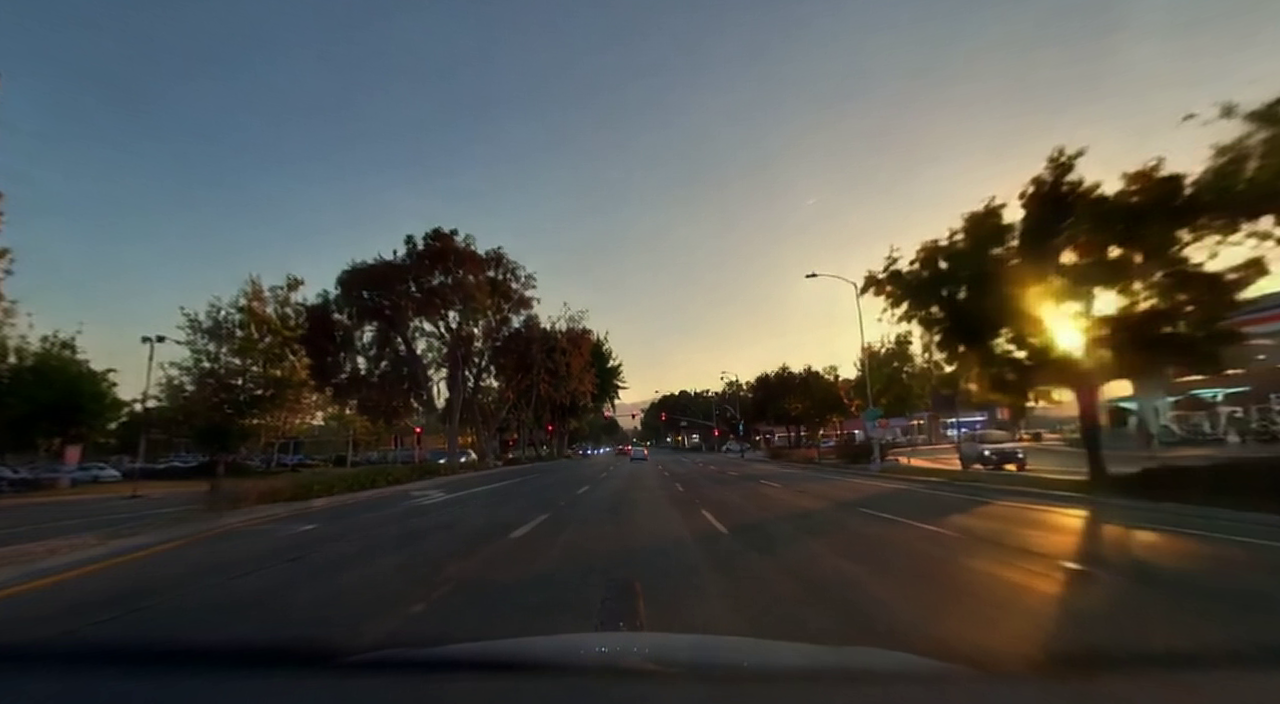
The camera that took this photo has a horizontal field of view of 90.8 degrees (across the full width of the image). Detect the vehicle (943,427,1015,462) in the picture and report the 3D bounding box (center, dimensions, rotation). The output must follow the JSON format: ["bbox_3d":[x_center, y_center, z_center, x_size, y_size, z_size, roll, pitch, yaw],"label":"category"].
[{"bbox_3d":[16.886,4.648,31.695,1.944,1.646,4.594,-2,-9,13],"label":"vehicle"}]

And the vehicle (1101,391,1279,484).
[{"bbox_3d":[13.805,1.992,14.514,2.249,1.793,5.763,0,-8,2],"label":"vehicle"}]
